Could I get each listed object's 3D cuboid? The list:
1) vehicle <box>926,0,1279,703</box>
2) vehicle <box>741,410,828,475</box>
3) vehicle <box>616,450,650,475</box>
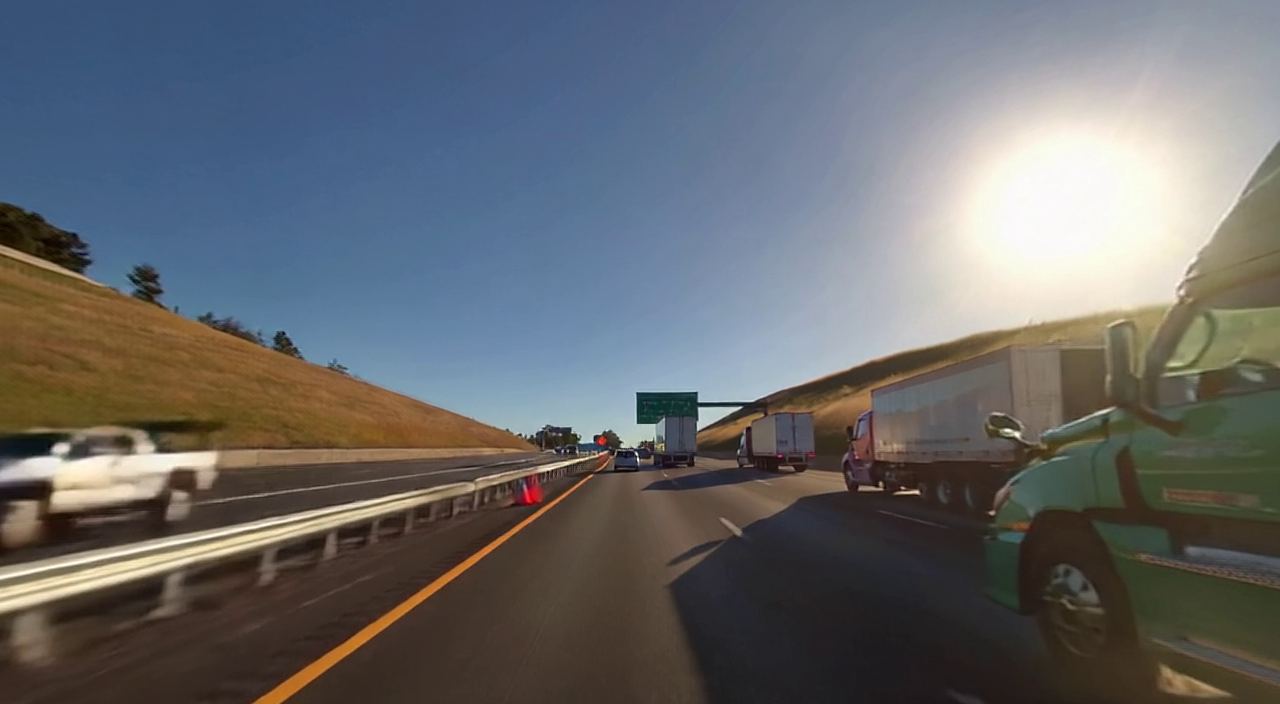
[{"bbox_3d":[3.567,-0.357,1.171,2.990,3.934,6.180,0,-9,0],"label":"vehicle"},{"bbox_3d":[10.390,6.928,47.628,2.854,4.112,14.088,0,-9,-2],"label":"vehicle"},{"bbox_3d":[-0.454,6.660,38.257,1.927,1.437,3.794,0,-9,-1],"label":"vehicle"}]
